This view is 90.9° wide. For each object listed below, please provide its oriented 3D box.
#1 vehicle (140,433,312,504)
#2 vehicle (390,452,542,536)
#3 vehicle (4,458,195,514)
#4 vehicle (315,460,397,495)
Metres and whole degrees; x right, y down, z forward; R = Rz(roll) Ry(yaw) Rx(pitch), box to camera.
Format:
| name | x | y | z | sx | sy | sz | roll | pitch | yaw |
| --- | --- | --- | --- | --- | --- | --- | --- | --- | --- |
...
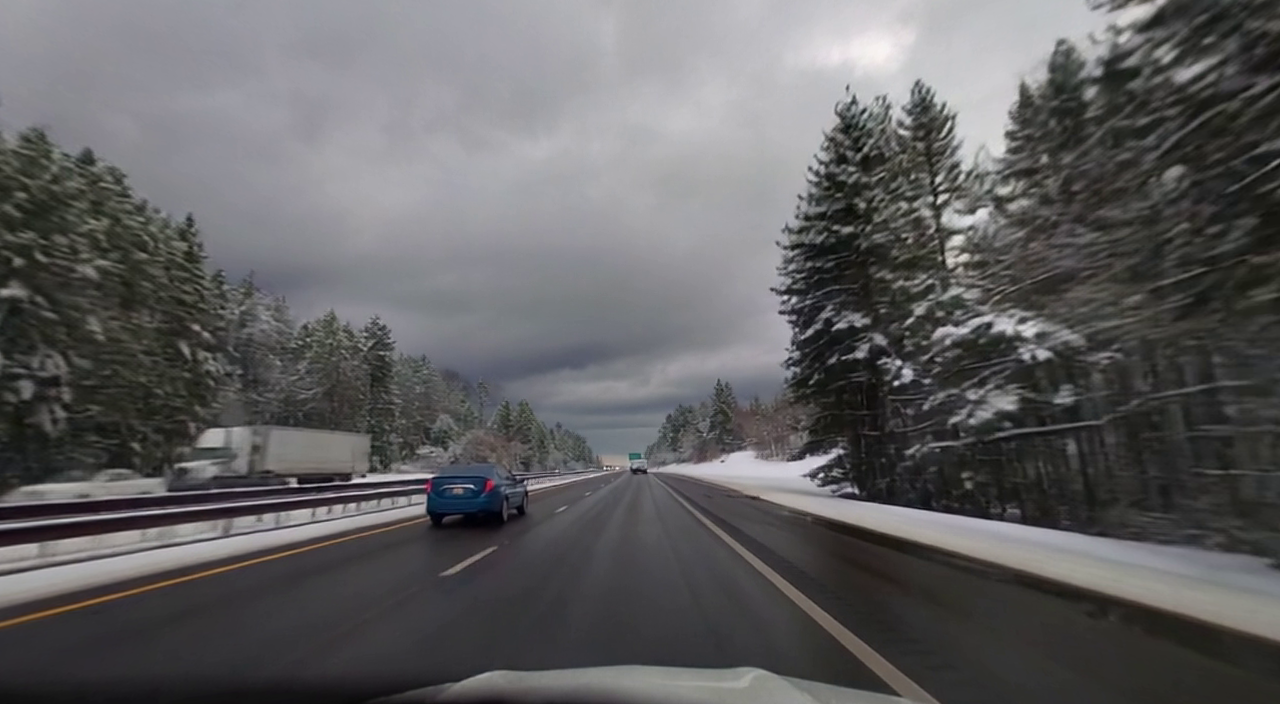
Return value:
| name | x | y | z | sx | sy | sz | roll | pitch | yaw |
| --- | --- | --- | --- | --- | --- | --- | --- | --- | --- |
| vehicle | -17.355 | 5.017 | 27.122 | 2.564 | 2.589 | 6.882 | 1 | -11 | 1 |
| vehicle | -3.668 | 3.132 | 14.341 | 2.006 | 1.516 | 4.820 | 1 | -11 | 1 |
| vehicle | -17.230 | 4.303 | 20.518 | 2.065 | 1.556 | 4.639 | 1 | -11 | 0 |
| vehicle | -13.390 | 5.959 | 30.014 | 1.852 | 1.520 | 4.252 | 1 | -11 | 1 |
